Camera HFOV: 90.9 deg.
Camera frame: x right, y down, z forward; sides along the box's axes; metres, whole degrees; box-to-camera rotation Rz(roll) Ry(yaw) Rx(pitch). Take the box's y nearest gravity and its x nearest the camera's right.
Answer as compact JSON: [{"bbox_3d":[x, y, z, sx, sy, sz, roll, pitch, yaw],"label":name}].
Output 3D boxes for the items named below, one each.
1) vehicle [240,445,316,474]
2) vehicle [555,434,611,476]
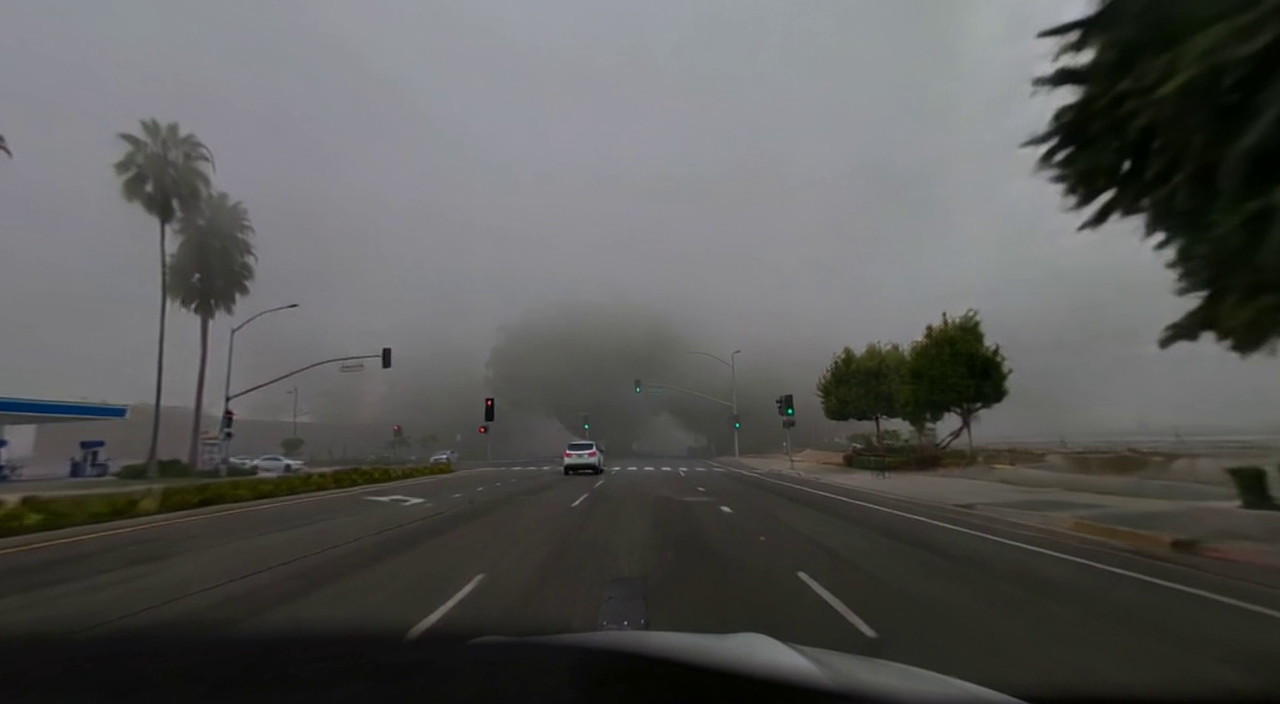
[{"bbox_3d":[-27.814,8.271,48.554,4.597,1.952,2.040,-3,-7,-1],"label":"vehicle"},{"bbox_3d":[-2.518,4.703,28.946,2.011,1.756,4.478,0,-9,2],"label":"vehicle"}]
